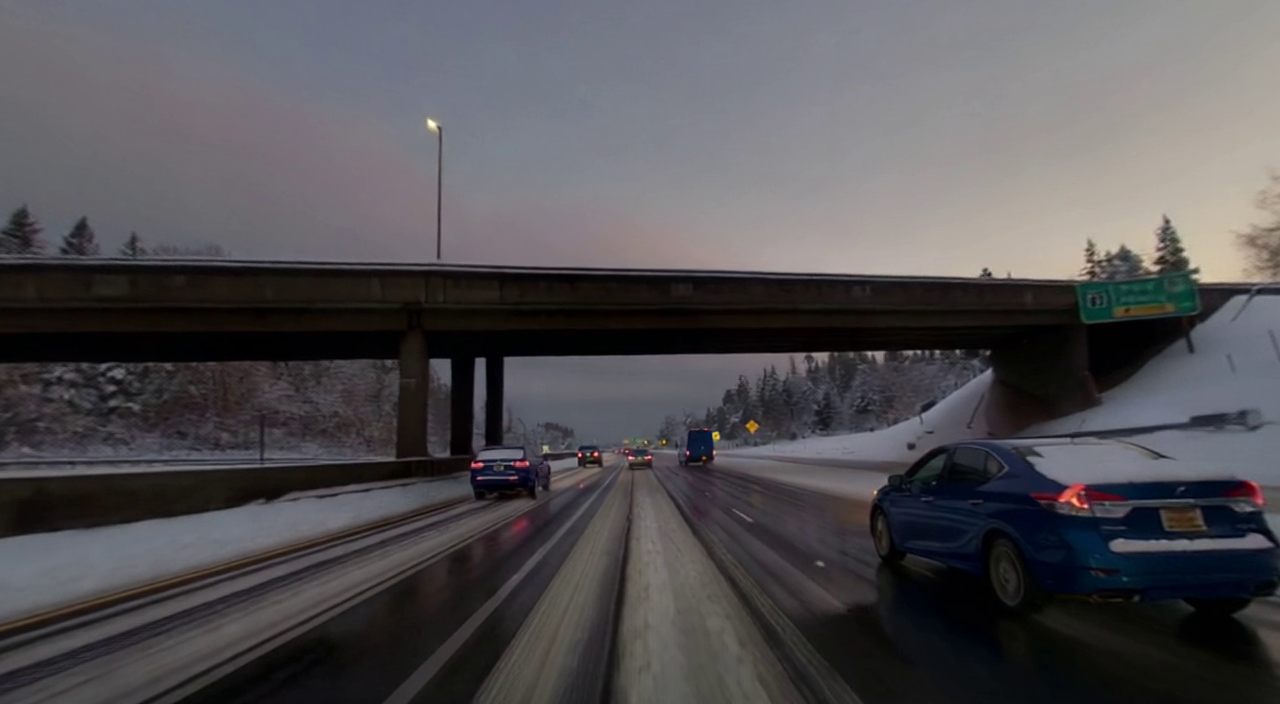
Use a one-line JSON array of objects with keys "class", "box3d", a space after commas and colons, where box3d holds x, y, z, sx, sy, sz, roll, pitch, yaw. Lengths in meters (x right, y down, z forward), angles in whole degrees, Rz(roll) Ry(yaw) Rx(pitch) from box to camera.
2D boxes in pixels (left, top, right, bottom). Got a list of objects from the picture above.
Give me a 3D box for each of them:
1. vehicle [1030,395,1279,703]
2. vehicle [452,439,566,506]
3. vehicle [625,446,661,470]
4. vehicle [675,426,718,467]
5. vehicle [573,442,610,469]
[{"class": "vehicle", "box3d": [3.954, 0.905, 2.361, 2.085, 1.558, 4.466, 0, -9, 0]}, {"class": "vehicle", "box3d": [-3.352, 3.175, 17.020, 2.137, 1.562, 3.926, -1, -8, 1]}, {"class": "vehicle", "box3d": [0.189, 6.756, 40.425, 2.174, 1.467, 4.005, 0, -8, 0]}, {"class": "vehicle", "box3d": [3.972, 6.874, 45.757, 2.436, 2.745, 6.607, 0, -9, -1]}, {"class": "vehicle", "box3d": [-3.224, 7.017, 42.759, 2.078, 1.706, 4.298, -1, -9, 1]}]
